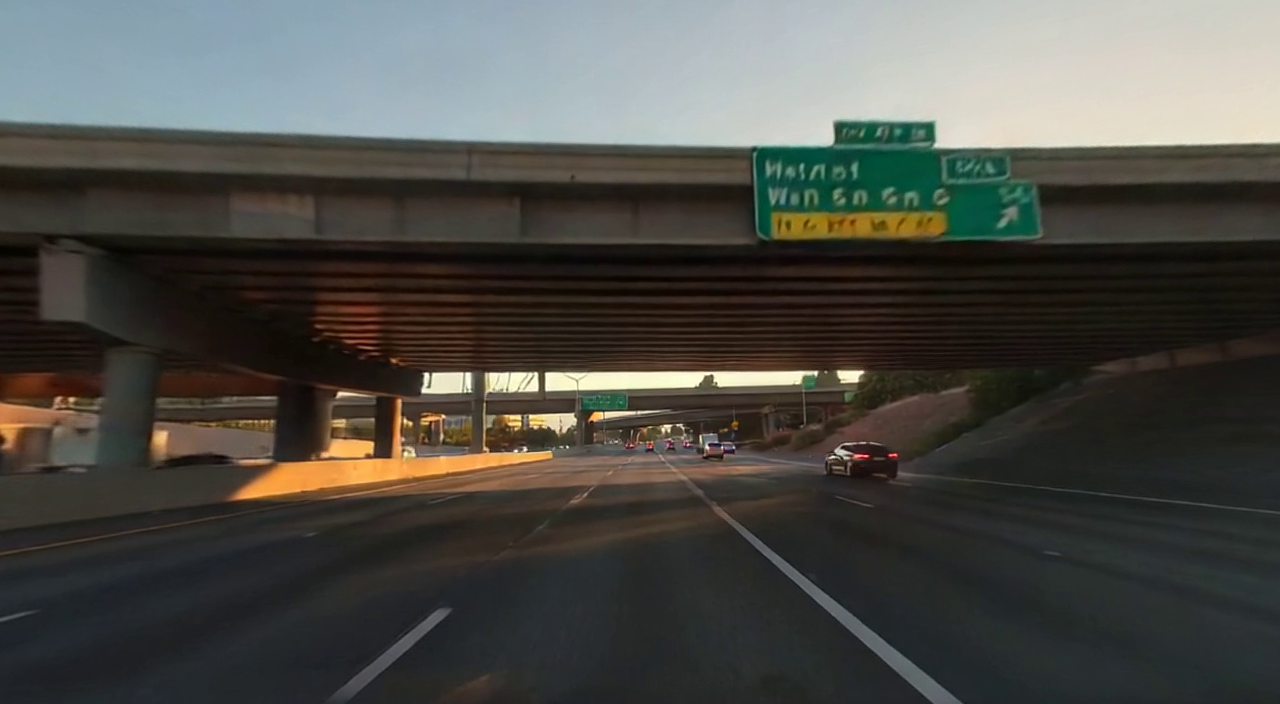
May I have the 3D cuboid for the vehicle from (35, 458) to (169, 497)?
[{"bbox_3d":[-23.711,5.502,28.057,1.946,1.502,4.540,0,-9,0],"label":"vehicle"}]

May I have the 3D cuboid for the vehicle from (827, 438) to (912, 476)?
[{"bbox_3d":[10.056,4.626,28.104,2.000,1.514,4.585,0,-9,-1],"label":"vehicle"}]

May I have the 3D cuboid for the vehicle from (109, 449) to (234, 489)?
[{"bbox_3d":[-20.360,5.081,27.726,1.854,1.569,4.695,0,-9,0],"label":"vehicle"}]
